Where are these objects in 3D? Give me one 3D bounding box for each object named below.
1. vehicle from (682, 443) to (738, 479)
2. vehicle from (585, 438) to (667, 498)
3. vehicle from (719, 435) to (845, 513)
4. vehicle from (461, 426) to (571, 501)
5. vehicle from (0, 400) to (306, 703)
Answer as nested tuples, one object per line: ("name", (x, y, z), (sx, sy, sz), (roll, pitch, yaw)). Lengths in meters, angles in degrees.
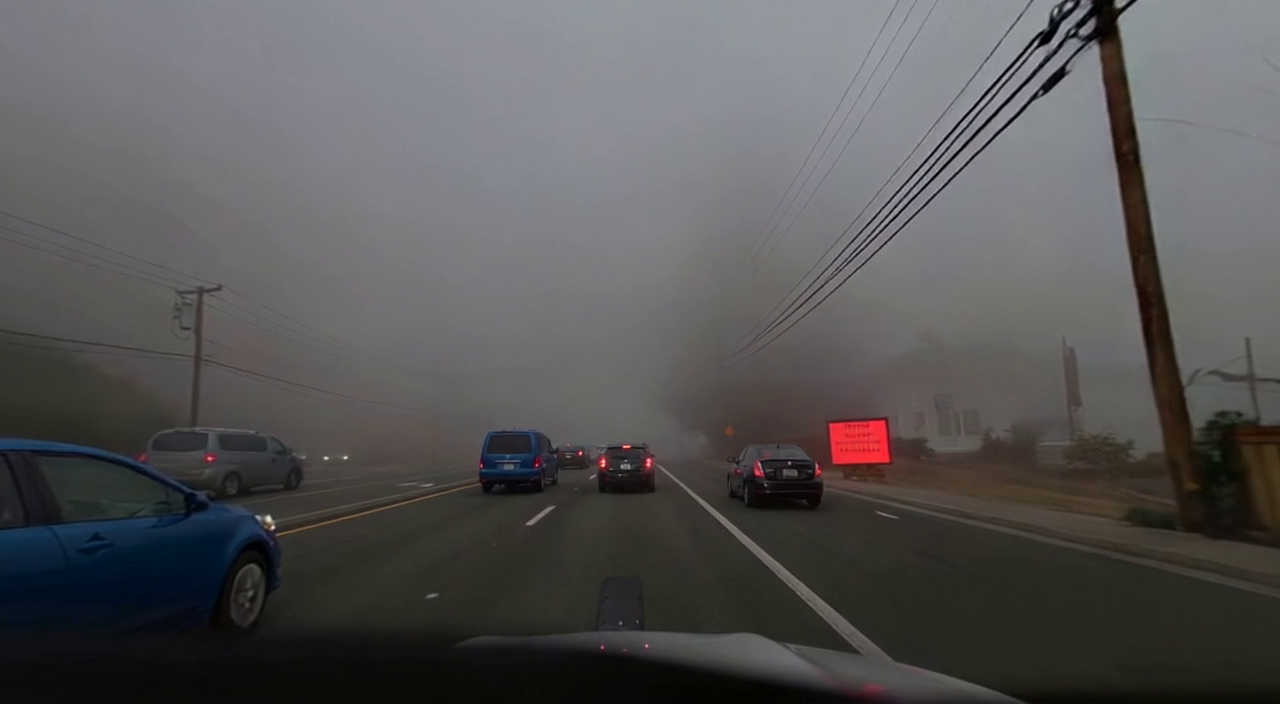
("vehicle", (3.032, 4.814, 28.181), (1.878, 1.479, 4.461), (0, -9, -1))
("vehicle", (-0.373, 3.254, 18.066), (2.097, 1.511, 3.809), (0, -9, 0))
("vehicle", (3.039, 2.686, 14.354), (1.880, 1.521, 3.724), (0, -9, -2))
("vehicle", (-3.330, 3.115, 18.051), (2.092, 1.839, 4.736), (0, -9, 1))
("vehicle", (-3.346, 0.889, 2.164), (2.004, 1.454, 4.349), (0, -9, 0))
